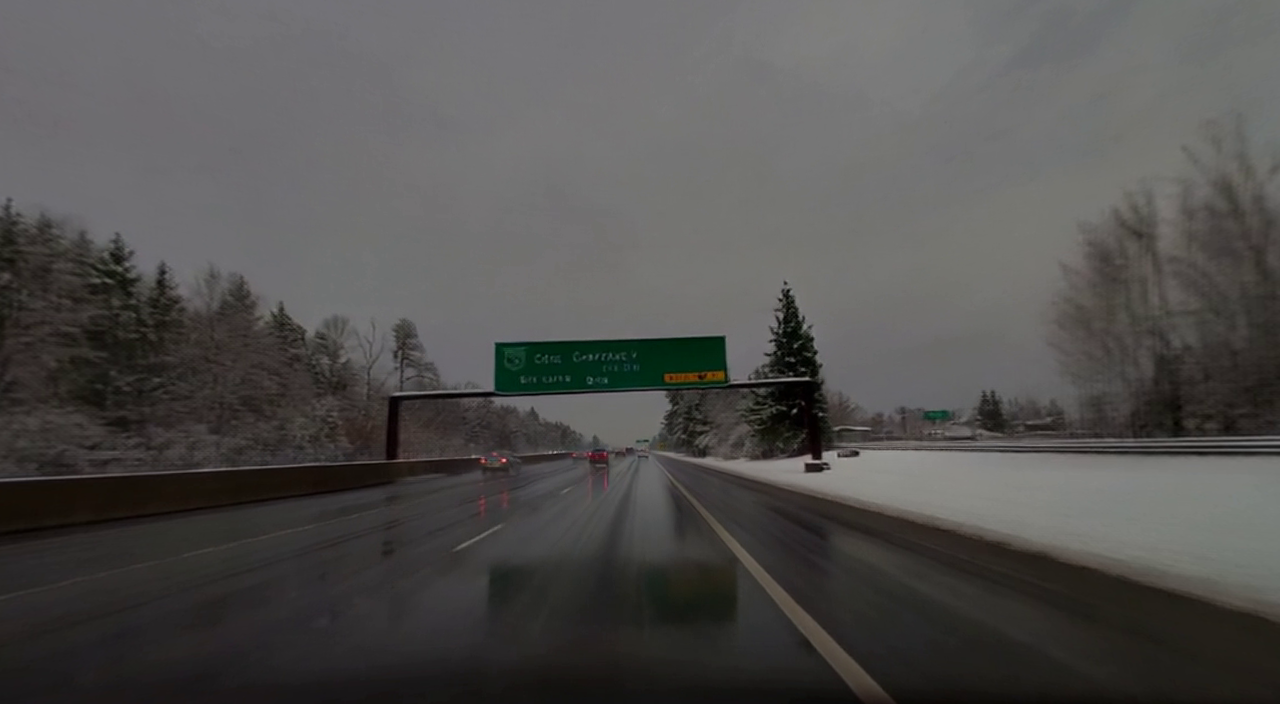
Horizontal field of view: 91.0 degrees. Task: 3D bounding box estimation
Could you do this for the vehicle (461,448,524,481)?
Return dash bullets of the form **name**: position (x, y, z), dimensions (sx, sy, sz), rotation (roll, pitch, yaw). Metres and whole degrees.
- **vehicle**: position (-7.339, 5.625, 31.848), dimensions (2.002, 1.507, 4.631), rotation (0, -9, 1)
